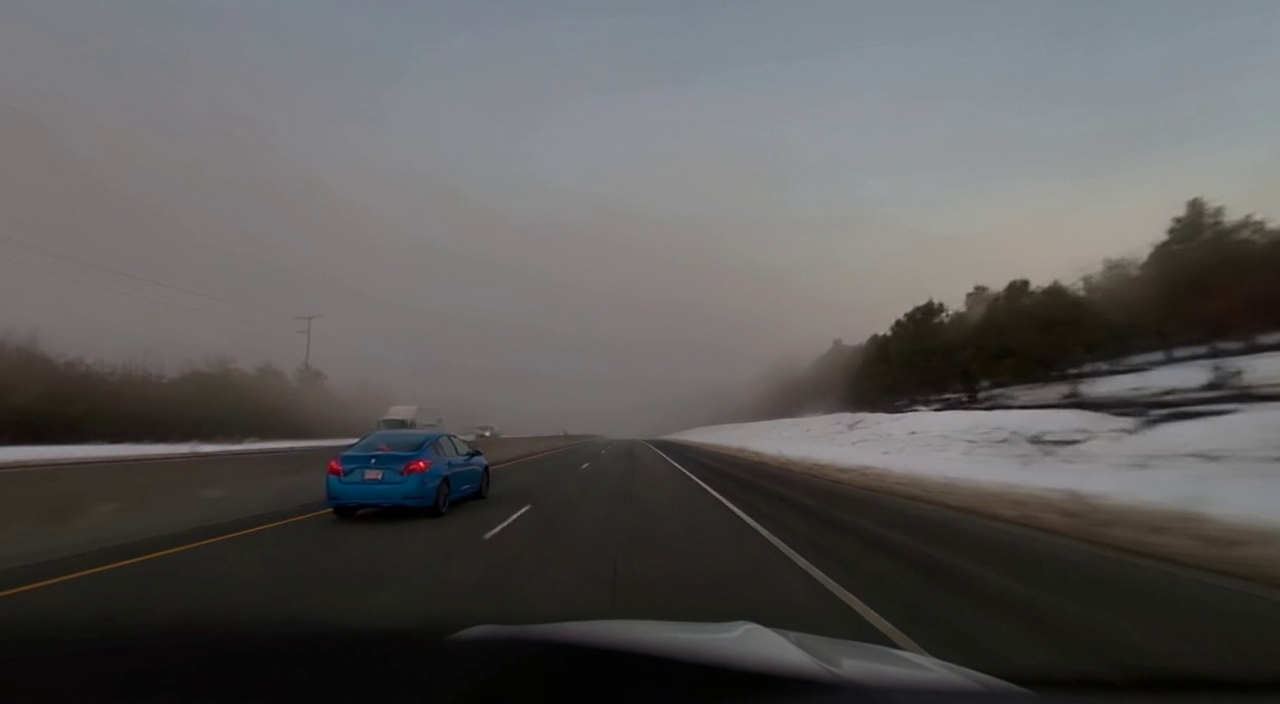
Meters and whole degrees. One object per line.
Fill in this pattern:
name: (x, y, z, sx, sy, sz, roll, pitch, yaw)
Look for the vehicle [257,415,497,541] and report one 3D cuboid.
vehicle: (-3.677, 1.811, 9.740, 1.999, 1.536, 3.969, 0, -8, 0)
